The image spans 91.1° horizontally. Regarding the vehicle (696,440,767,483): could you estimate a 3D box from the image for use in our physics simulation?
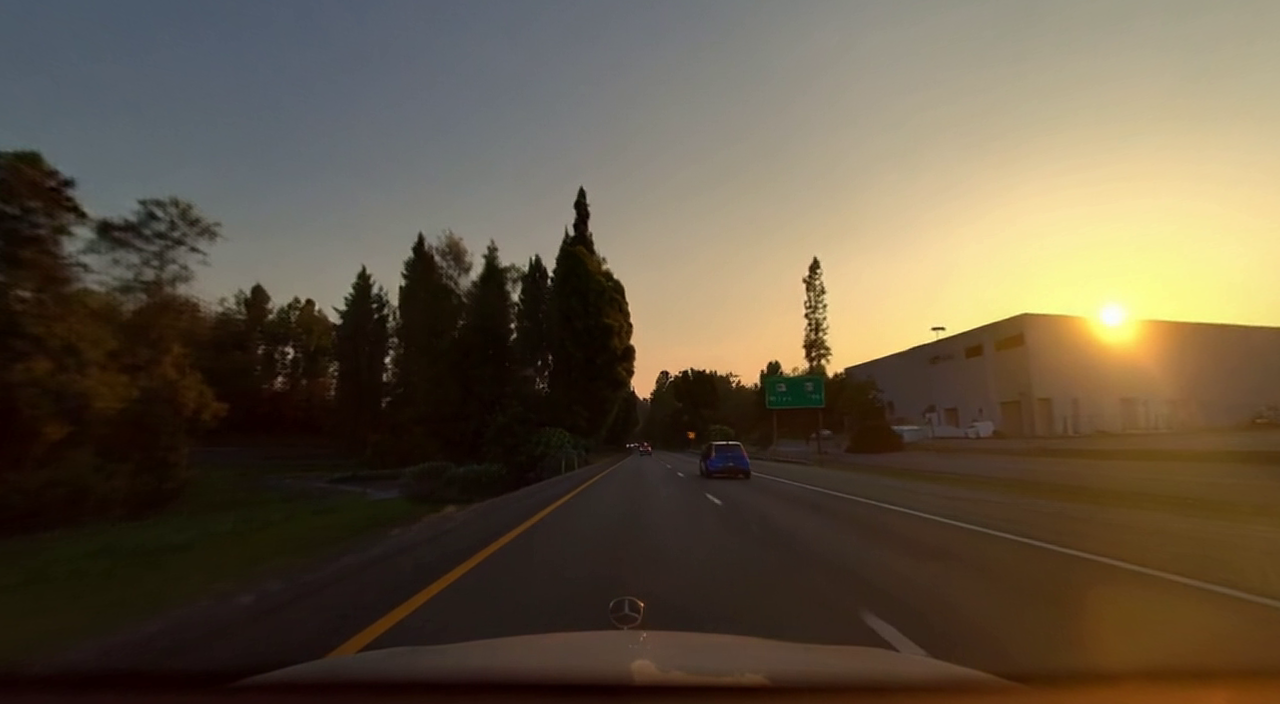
[{"bbox_3d":[3.448,4.218,24.468,2.079,1.531,3.997,0,-9,-1],"label":"vehicle"}]
